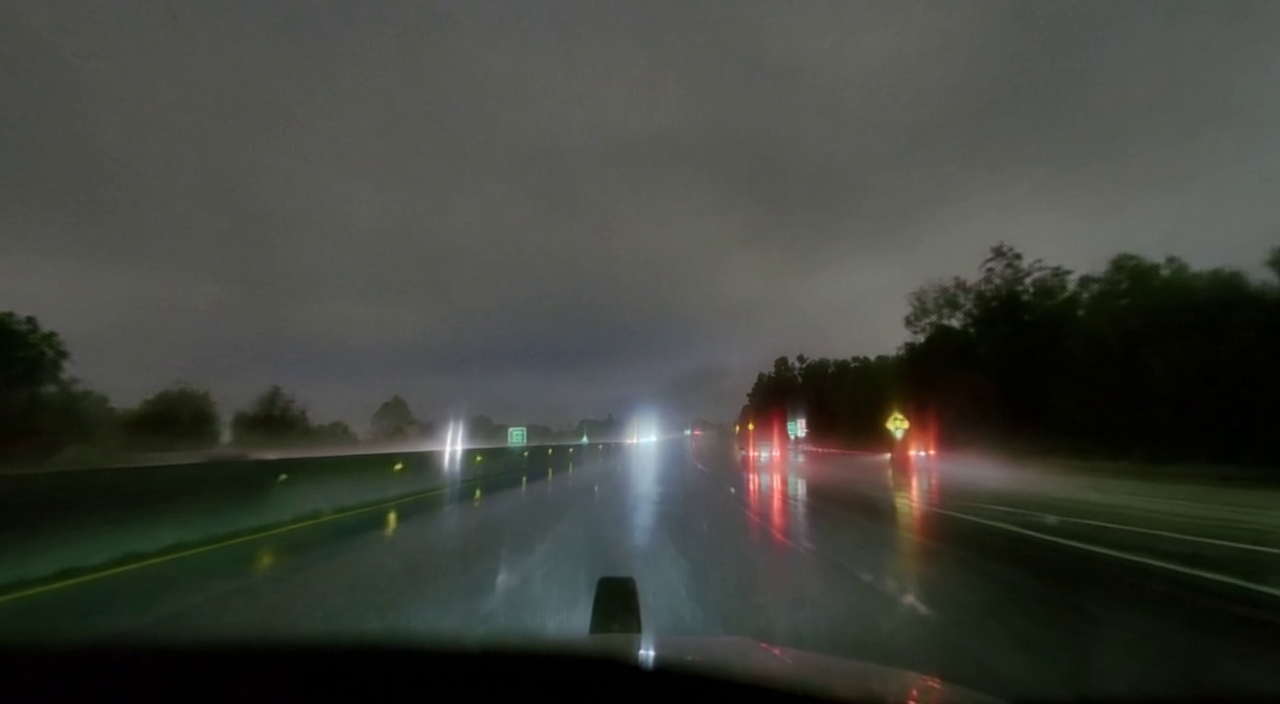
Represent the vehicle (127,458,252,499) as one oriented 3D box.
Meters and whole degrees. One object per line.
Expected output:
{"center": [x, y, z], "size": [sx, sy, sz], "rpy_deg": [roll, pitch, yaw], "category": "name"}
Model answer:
{"center": [-15.787, 4.428, 22.318], "size": [1.651, 1.224, 3.682], "rpy_deg": [-1, -8, 1], "category": "vehicle"}
